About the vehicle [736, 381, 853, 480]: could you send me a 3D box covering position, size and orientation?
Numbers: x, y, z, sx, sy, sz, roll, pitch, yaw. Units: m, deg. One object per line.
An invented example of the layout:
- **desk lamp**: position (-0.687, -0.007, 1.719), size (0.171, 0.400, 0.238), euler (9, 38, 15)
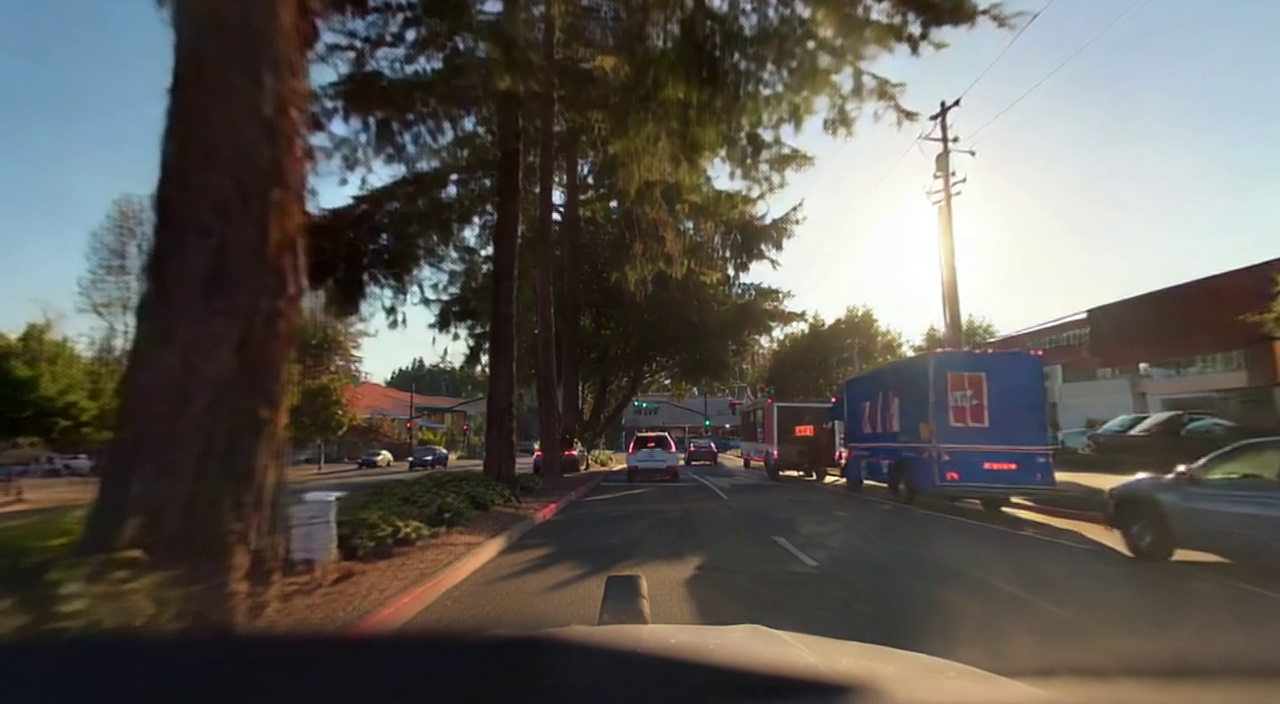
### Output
- **vehicle**: position (6.950, 3.928, 30.347), size (2.816, 3.804, 10.315), euler (-3, -9, 0)

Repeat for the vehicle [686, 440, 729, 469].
- **vehicle**: position (3.747, 5.771, 35.725), size (2.075, 1.540, 4.411), euler (-1, -9, 1)

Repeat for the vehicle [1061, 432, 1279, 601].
- **vehicle**: position (6.625, 1.529, 6.126), size (1.980, 1.473, 4.537), euler (-1, -9, 1)

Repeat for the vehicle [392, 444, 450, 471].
- **vehicle**: position (-13.636, 6.563, 39.504), size (1.928, 1.497, 4.446), euler (-1, -7, 2)

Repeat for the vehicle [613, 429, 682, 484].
- **vehicle**: position (0.276, 3.640, 22.151), size (2.209, 1.718, 4.008), euler (-1, -9, 1)

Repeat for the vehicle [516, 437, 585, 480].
- **vehicle**: position (-3.373, 4.107, 24.588), size (2.008, 1.500, 4.369), euler (-1, -9, 1)

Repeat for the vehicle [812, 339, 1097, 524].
- **vehicle**: position (6.784, 2.010, 15.481), size (2.891, 3.361, 7.843), euler (0, -9, 0)

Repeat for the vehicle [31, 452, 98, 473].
- **vehicle**: position (-41.422, 7.937, 45.484), size (1.795, 1.416, 4.294), euler (2, -9, -16)

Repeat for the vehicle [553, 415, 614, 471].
- **vehicle**: position (-3.009, 5.150, 35.610), size (2.715, 2.791, 7.171), euler (-1, -9, 1)
